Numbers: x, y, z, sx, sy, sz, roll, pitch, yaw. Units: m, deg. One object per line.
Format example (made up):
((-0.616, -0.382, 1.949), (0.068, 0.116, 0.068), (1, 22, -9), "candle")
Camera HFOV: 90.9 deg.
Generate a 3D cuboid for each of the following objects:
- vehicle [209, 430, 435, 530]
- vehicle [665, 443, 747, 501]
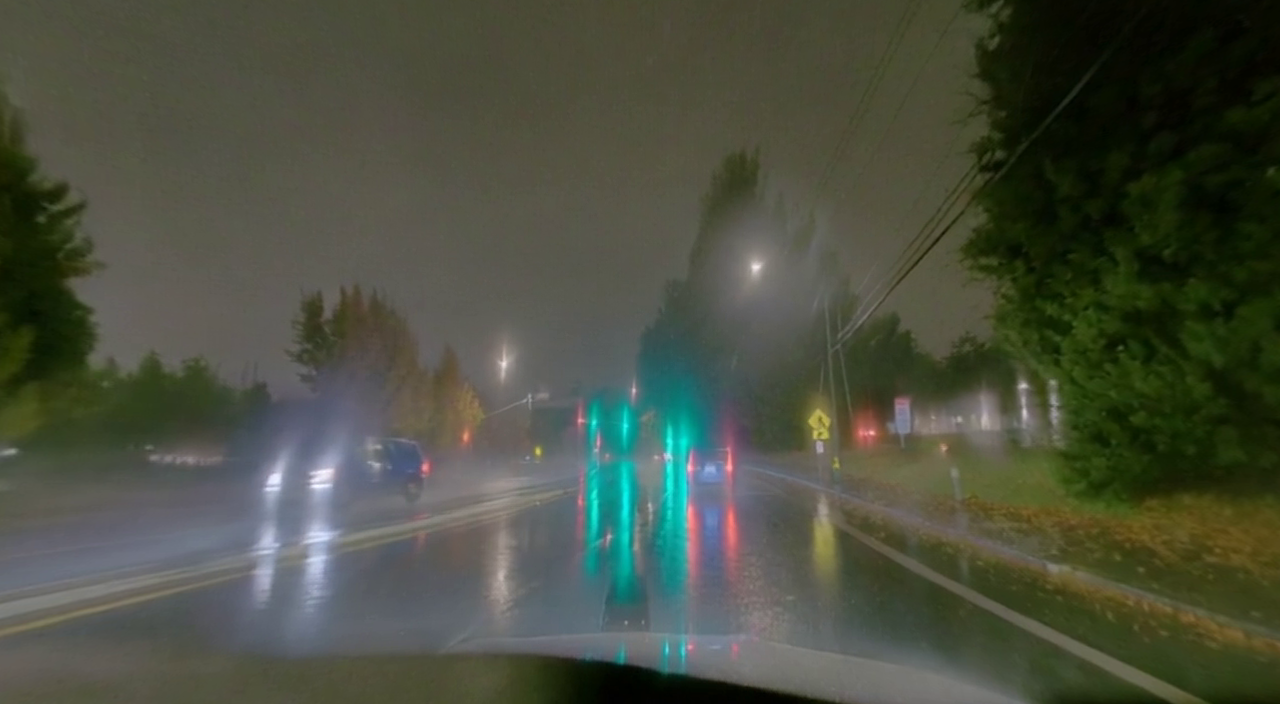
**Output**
((-7.147, 2.908, 15.075), (2.150, 1.927, 5.209), (-2, -8, 8), "vehicle")
((1.912, 3.536, 19.028), (2.148, 1.521, 4.089), (-1, -8, 4), "vehicle")
